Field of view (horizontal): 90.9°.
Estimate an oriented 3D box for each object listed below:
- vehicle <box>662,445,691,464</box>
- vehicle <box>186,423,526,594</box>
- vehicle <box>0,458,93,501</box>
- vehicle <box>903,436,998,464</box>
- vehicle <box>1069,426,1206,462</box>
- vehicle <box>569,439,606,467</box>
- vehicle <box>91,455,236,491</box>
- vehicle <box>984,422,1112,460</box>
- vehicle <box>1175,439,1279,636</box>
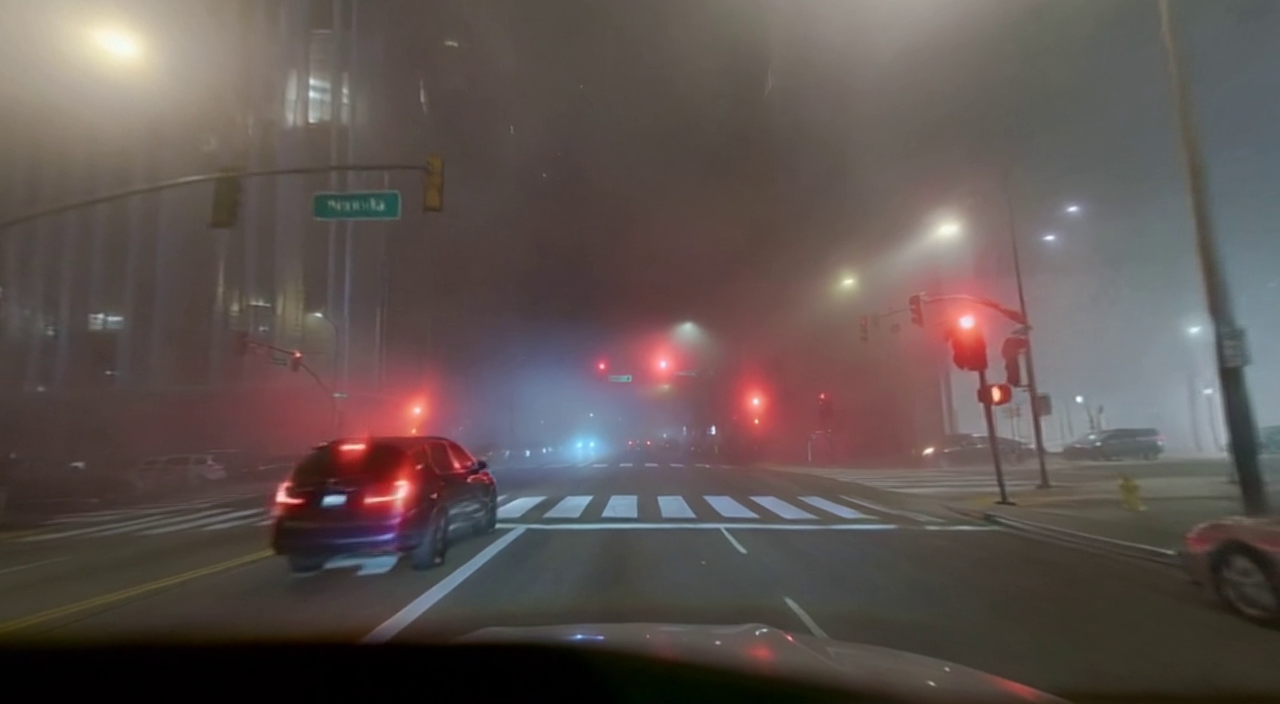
[{"bbox_3d":[2.786,7.939,49.064,1.919,1.371,3.583,0,-8,-1],"label":"vehicle"},{"bbox_3d":[-2.939,1.725,7.989,2.014,1.480,4.780,0,-8,1],"label":"vehicle"},{"bbox_3d":[-25.167,5.164,25.300,4.599,1.429,2.031,-4,-7,-1],"label":"vehicle"},{"bbox_3d":[17.269,5.468,35.179,4.293,1.495,1.935,0,-8,-1],"label":"vehicle"},{"bbox_3d":[22.222,4.125,28.281,4.475,1.482,2.026,1,-8,-1],"label":"vehicle"},{"bbox_3d":[-3.778,7.394,46.166,2.176,1.804,4.740,-3,-9,0],"label":"vehicle"},{"bbox_3d":[-21.644,5.508,28.788,4.791,1.506,2.244,0,-8,0],"label":"vehicle"},{"bbox_3d":[20.237,4.456,31.430,4.827,1.817,2.190,0,-8,0],"label":"vehicle"},{"bbox_3d":[5.835,1.189,3.335,1.929,1.464,4.494,0,-8,-3],"label":"vehicle"}]
